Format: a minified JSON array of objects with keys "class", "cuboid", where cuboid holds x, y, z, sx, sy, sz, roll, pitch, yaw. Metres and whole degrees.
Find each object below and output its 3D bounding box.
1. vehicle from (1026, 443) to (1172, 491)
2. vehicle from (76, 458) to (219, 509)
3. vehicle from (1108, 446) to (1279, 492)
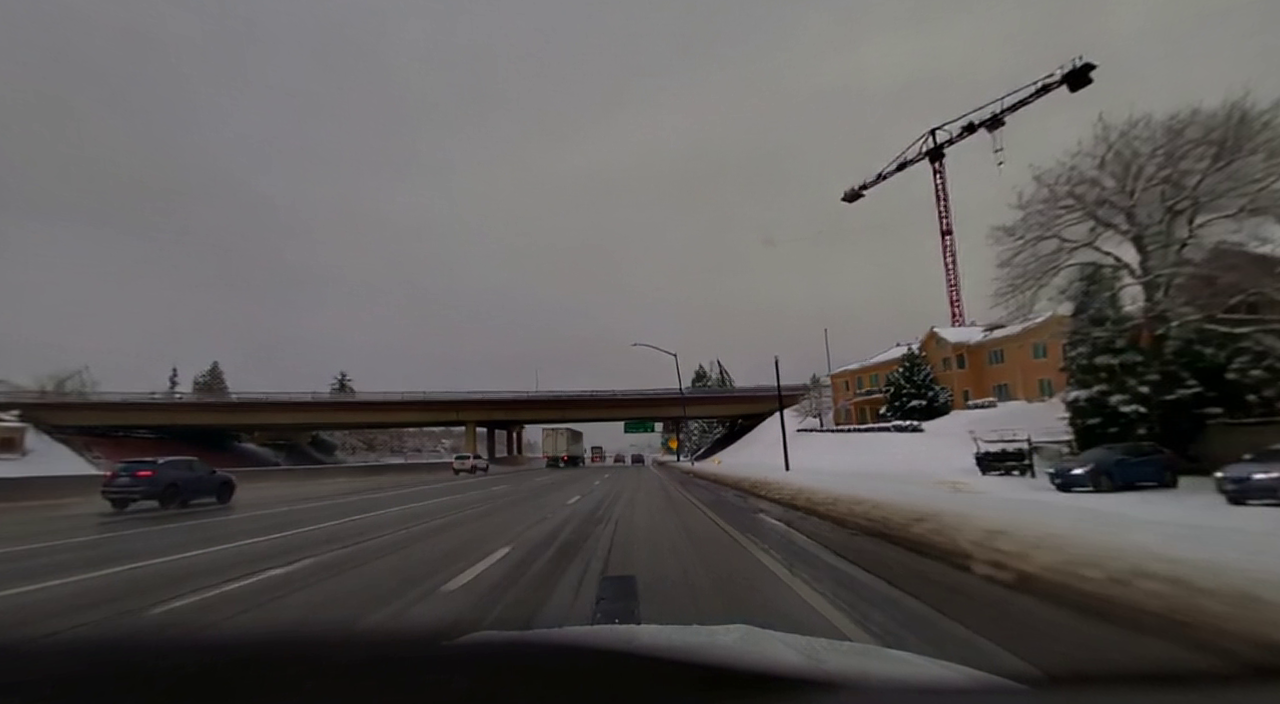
[{"class":"vehicle","cuboid":[21.621,5.410,29.974,4.877,1.907,2.479,-3,-8,0]},{"class":"vehicle","cuboid":[-19.269,5.131,25.051,1.932,1.752,4.541,0,-9,1]},{"class":"vehicle","cuboid":[22.439,4.732,25.700,5.123,1.786,2.064,0,-9,-1]}]
